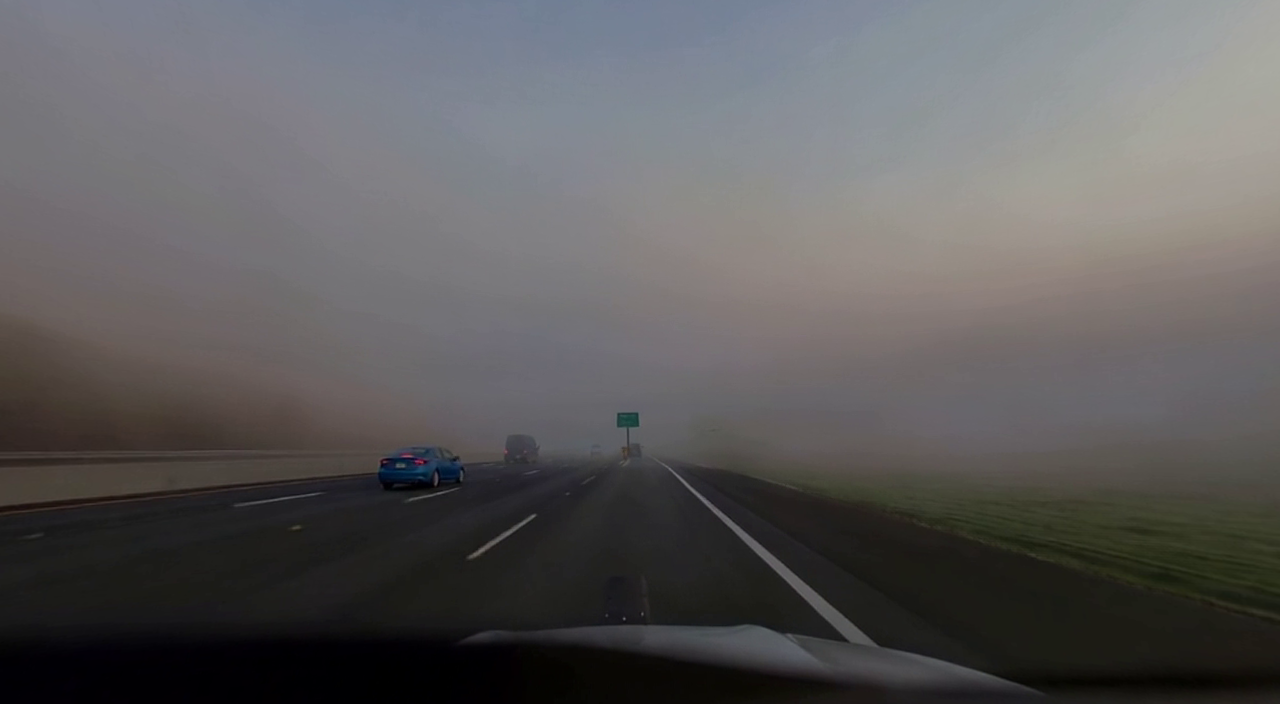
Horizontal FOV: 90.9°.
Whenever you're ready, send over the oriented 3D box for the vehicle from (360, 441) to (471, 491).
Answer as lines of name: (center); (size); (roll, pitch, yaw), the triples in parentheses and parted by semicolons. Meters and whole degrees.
vehicle: (-7.397, 3.778, 21.380); (1.981, 1.486, 4.735); (0, -8, 1)
